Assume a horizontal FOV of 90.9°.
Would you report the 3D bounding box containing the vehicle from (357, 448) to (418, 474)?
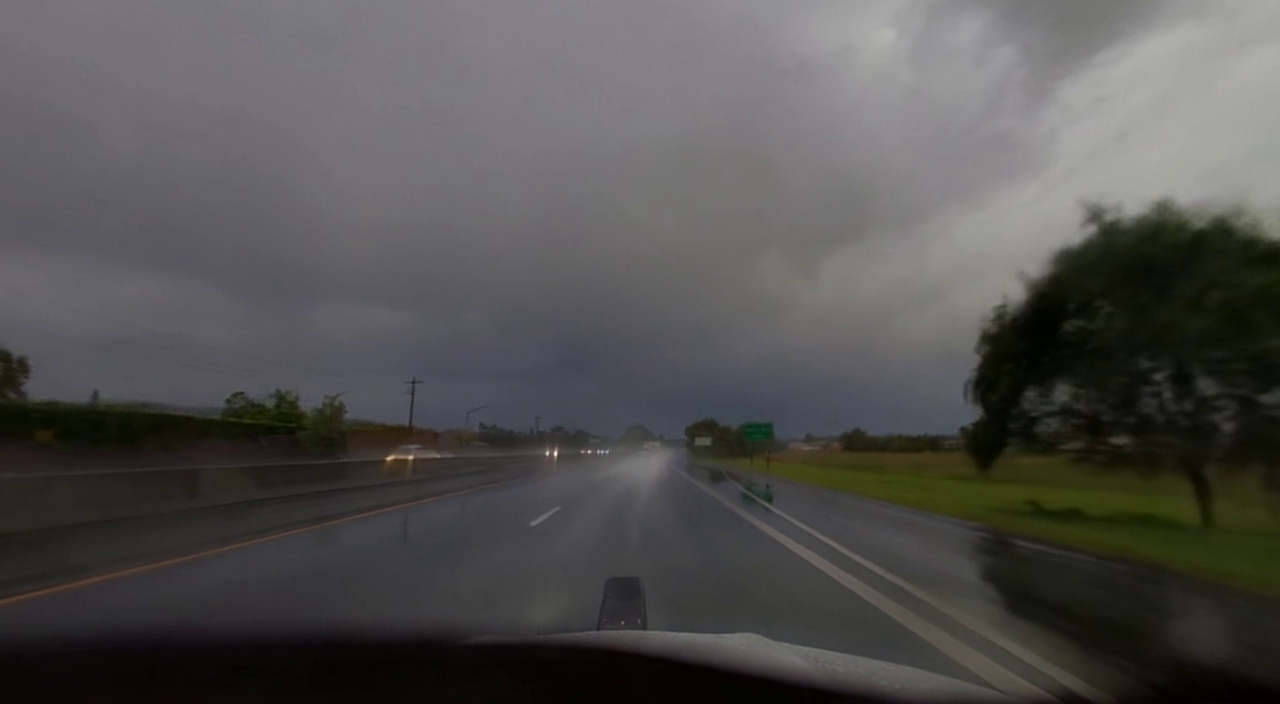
[{"bbox_3d":[-16.207,6.991,40.678,1.966,1.592,4.513,-1,-9,2],"label":"vehicle"}]
